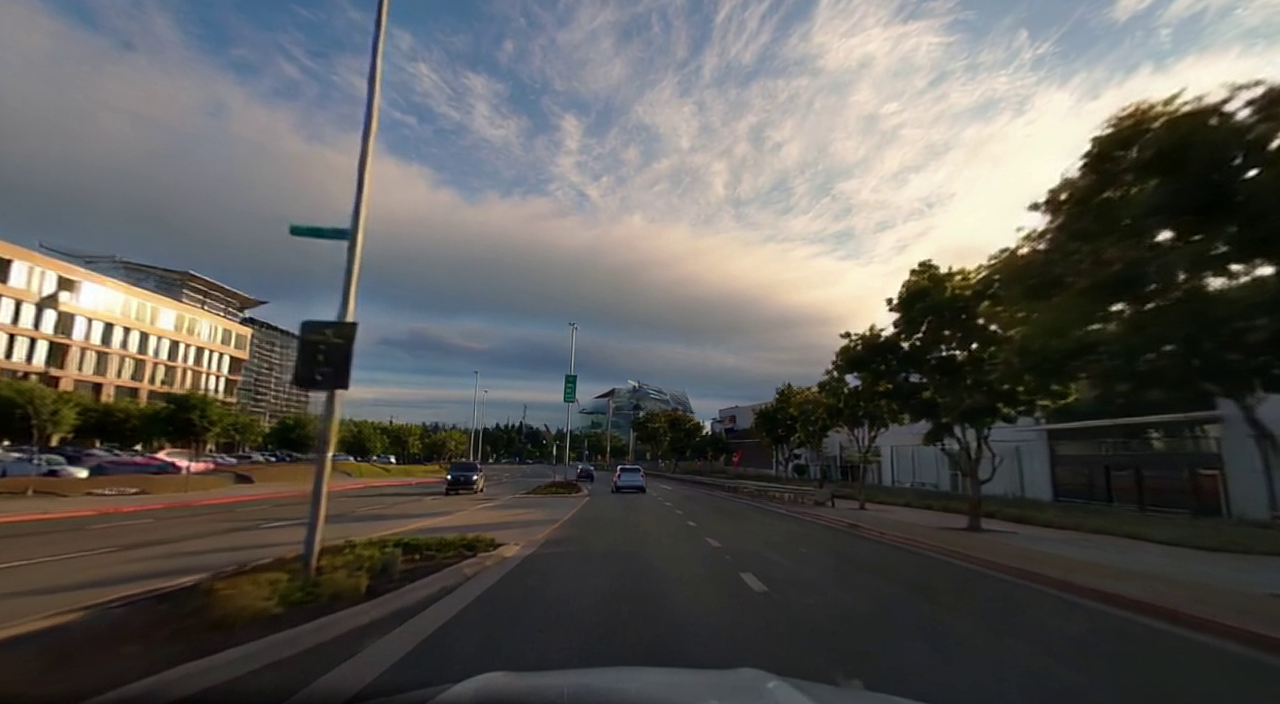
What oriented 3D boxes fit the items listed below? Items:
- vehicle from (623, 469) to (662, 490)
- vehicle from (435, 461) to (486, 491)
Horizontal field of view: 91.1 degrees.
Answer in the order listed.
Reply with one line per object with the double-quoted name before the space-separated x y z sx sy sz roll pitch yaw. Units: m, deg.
"vehicle" 0.114 7.609 37.526 1.775 1.186 2.933 3 -10 -11
"vehicle" -9.799 6.803 34.602 1.916 1.516 3.970 2 -10 -5
